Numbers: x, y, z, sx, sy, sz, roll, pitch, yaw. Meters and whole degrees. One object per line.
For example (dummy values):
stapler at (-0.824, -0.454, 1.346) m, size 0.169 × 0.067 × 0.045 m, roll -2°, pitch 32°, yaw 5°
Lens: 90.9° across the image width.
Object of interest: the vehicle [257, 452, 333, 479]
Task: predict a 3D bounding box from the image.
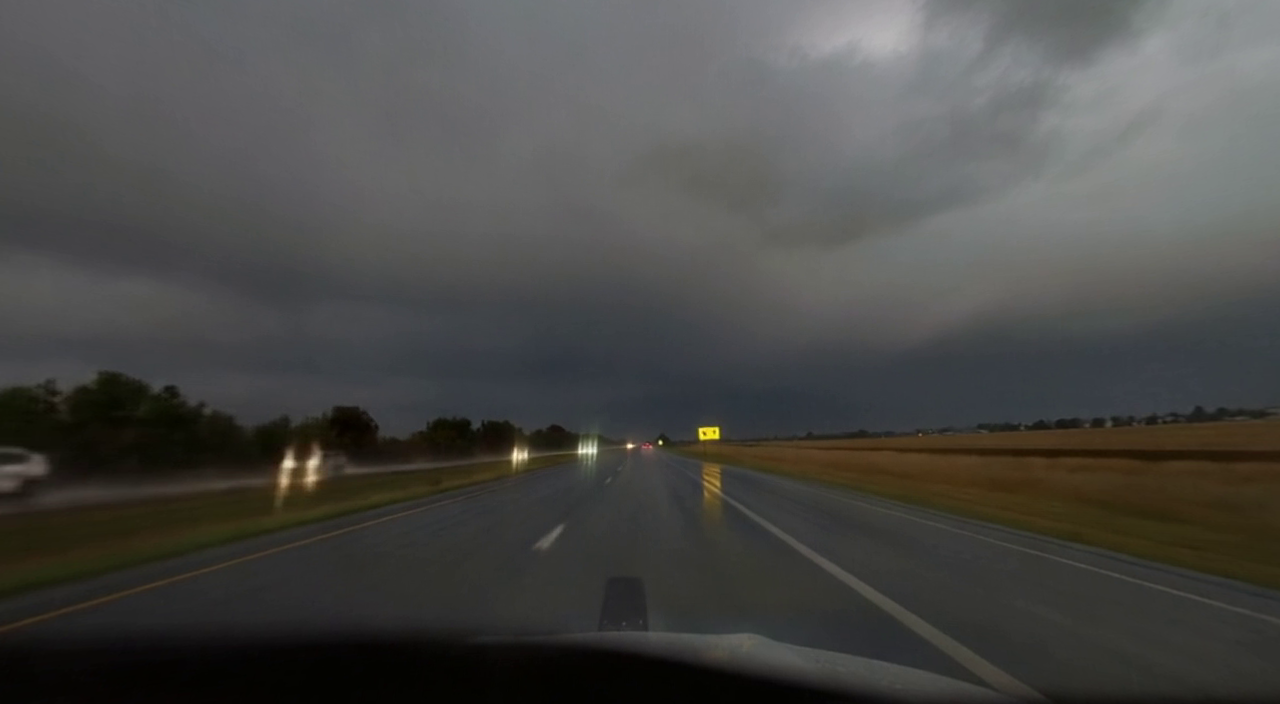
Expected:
vehicle at (-20.518, 6.741, 37.748) m, size 1.851 × 1.476 × 4.698 m, roll 0°, pitch -8°, yaw 0°
